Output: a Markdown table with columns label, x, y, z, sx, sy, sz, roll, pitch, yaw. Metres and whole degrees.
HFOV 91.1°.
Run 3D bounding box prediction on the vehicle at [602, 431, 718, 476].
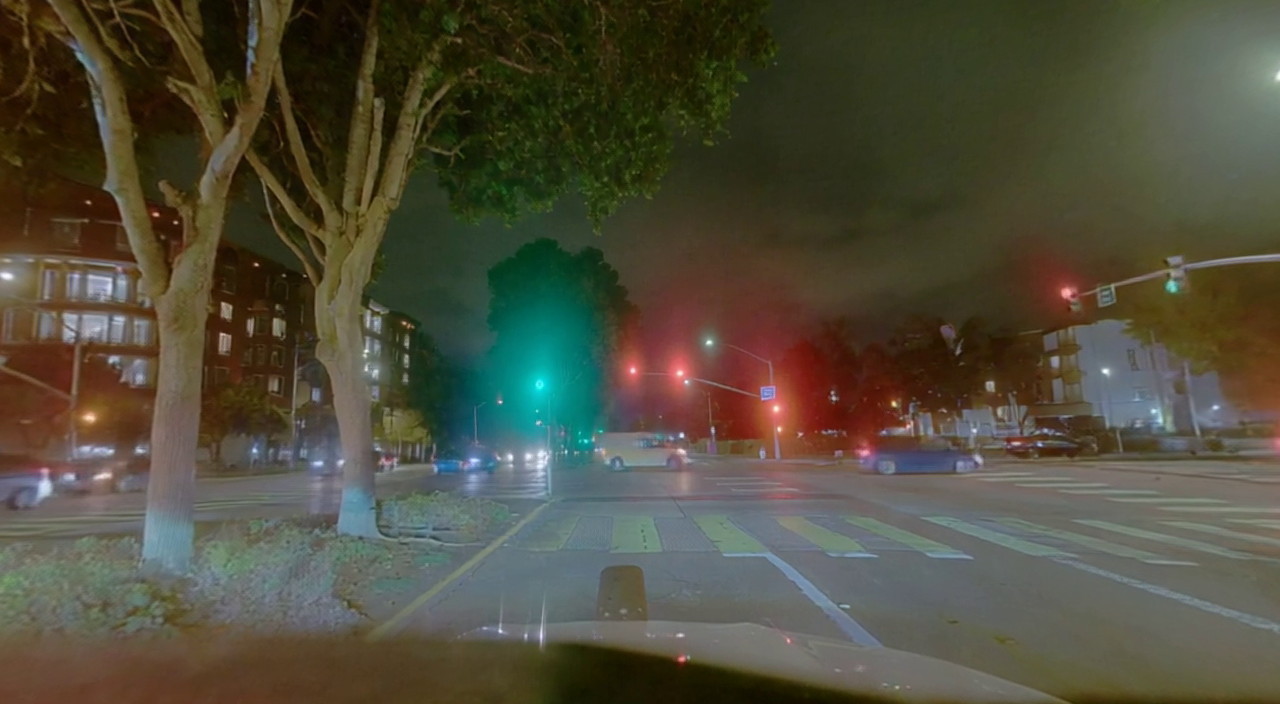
| label | x | y | z | sx | sy | sz | roll | pitch | yaw |
| --- | --- | --- | --- | --- | --- | --- | --- | --- | --- |
| vehicle | 0.803 | 4.535 | 28.230 | 4.958 | 1.842 | 2.276 | -8 | -12 | 44 |

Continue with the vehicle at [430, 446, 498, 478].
| label | x | y | z | sx | sy | sz | roll | pitch | yaw |
| --- | --- | --- | --- | --- | --- | --- | --- | --- | --- |
| vehicle | -7.976 | 4.898 | 28.235 | 1.921 | 1.304 | 4.050 | 5 | -10 | -30 |

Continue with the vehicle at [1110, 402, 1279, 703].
| label | x | y | z | sx | sy | sz | roll | pitch | yaw |
| --- | --- | --- | --- | --- | --- | --- | --- | --- | --- |
| vehicle | 3.085 | 0.668 | 0.492 | 1.990 | 1.454 | 4.490 | 0 | -8 | 1 |

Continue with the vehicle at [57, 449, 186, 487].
| label | x | y | z | sx | sy | sz | roll | pitch | yaw |
| --- | --- | --- | --- | --- | --- | --- | --- | --- | --- |
| vehicle | -22.428 | 5.002 | 27.413 | 1.863 | 1.462 | 4.418 | 0 | -8 | 0 |

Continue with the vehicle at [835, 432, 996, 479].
| label | x | y | z | sx | sy | sz | roll | pitch | yaw |
| --- | --- | --- | --- | --- | --- | --- | --- | --- | --- |
| vehicle | 9.824 | 3.682 | 22.491 | 5.017 | 1.515 | 2.006 | -5 | -10 | 29 |

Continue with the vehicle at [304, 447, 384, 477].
| label | x | y | z | sx | sy | sz | roll | pitch | yaw |
| --- | --- | --- | --- | --- | --- | --- | --- | --- | --- |
| vehicle | -15.584 | 5.780 | 33.312 | 1.981 | 1.438 | 4.607 | 0 | -8 | 0 |
